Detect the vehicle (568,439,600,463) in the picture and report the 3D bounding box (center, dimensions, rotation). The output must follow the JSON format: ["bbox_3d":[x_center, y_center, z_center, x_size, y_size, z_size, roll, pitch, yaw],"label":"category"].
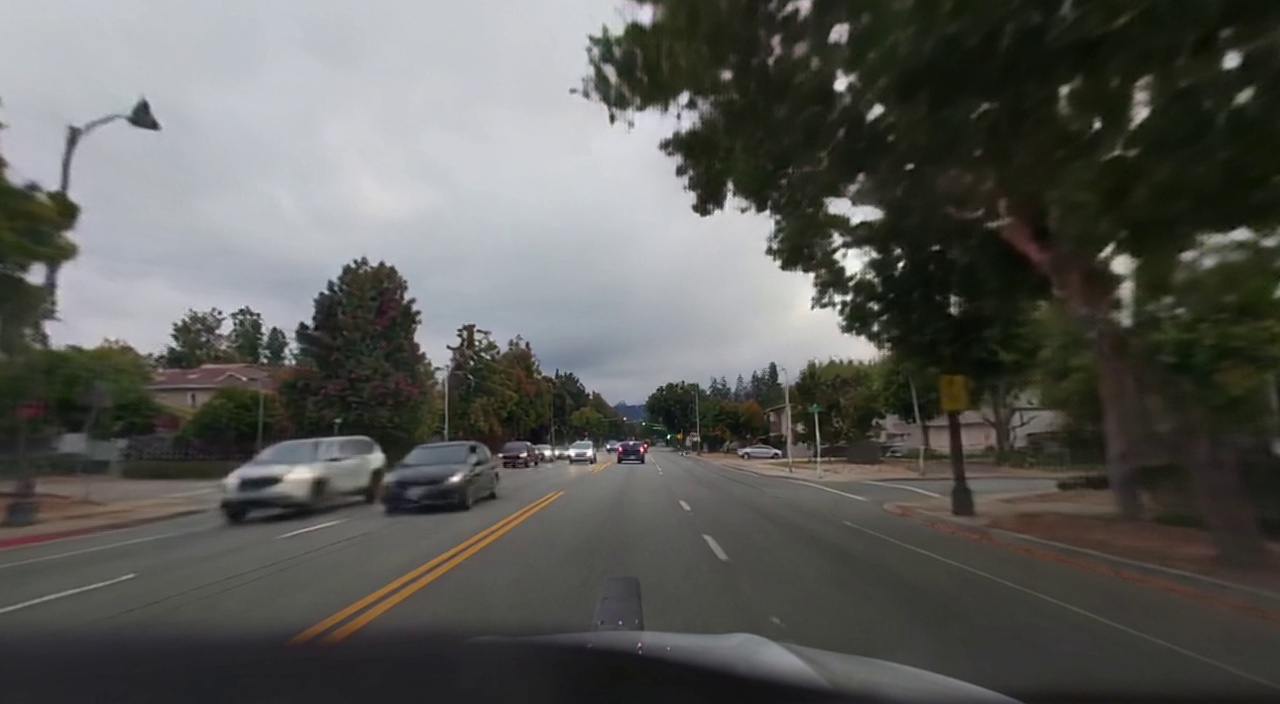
[{"bbox_3d":[-4.172,7.490,47.988,1.955,1.723,4.287,0,-9,1],"label":"vehicle"}]

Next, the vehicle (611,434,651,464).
[{"bbox_3d":[-0.564,6.634,43.296,2.554,1.902,5.329,0,-9,1],"label":"vehicle"}]

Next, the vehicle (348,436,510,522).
[{"bbox_3d":[-4.279,2.622,13.579,2.039,1.460,4.189,-3,-9,0],"label":"vehicle"}]

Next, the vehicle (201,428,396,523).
[{"bbox_3d":[-7.434,2.704,14.401,2.044,1.699,4.400,-3,-9,-1],"label":"vehicle"}]

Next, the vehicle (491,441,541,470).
[{"bbox_3d":[-7.403,6.225,38.266,2.069,1.654,4.458,0,-9,1],"label":"vehicle"}]
